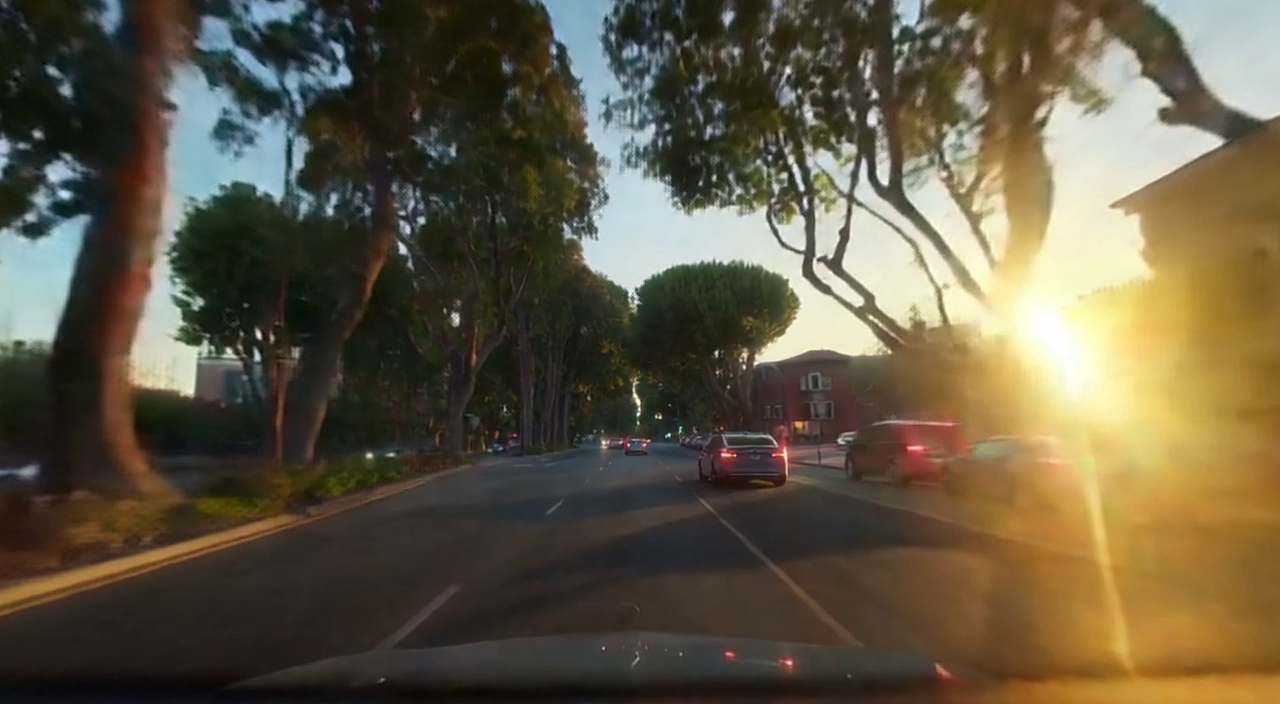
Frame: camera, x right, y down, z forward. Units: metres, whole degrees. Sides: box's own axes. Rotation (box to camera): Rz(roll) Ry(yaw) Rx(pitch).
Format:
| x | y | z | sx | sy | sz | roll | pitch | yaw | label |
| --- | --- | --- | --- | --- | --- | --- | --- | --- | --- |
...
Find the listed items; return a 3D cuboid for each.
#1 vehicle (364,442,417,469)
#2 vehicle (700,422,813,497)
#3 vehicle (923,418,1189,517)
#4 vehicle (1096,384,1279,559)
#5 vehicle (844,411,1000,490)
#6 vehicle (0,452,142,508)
| x | y | z | sx | sy | sz | roll | pitch | yaw | label |
| --- | --- | --- | --- | --- | --- | --- | --- | --- | --- |
| -16.174 | 6.700 | 41.027 | 1.885 | 1.633 | 4.265 | 0 | -8 | -2 | vehicle |
| 2.786 | 2.686 | 16.080 | 2.022 | 1.656 | 4.025 | 0 | -8 | -1 | vehicle |
| 7.529 | 2.126 | 12.113 | 1.886 | 1.534 | 4.464 | 0 | -8 | -3 | vehicle |
| 7.686 | 1.232 | 6.497 | 2.174 | 1.788 | 4.954 | 0 | -8 | 0 | vehicle |
| 7.450 | 2.685 | 17.327 | 2.047 | 1.852 | 4.861 | 0 | -8 | 0 | vehicle |
| -18.254 | 3.893 | 19.580 | 1.836 | 1.454 | 4.507 | 0 | -8 | 0 | vehicle |
